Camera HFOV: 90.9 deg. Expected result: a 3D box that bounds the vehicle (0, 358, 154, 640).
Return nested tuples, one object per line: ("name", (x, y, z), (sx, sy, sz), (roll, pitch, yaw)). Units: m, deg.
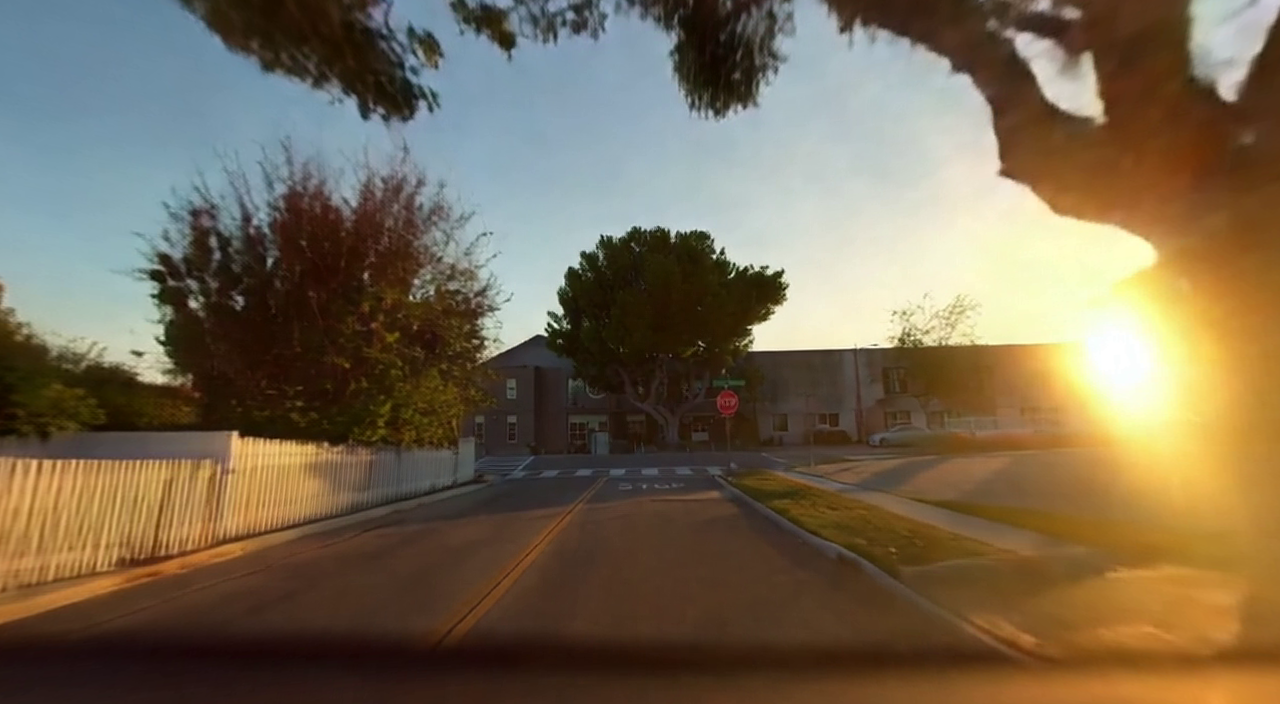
("vehicle", (-5.602, 0.795, 2.488), (2.308, 1.899, 6.107), (-1, -7, 3))
